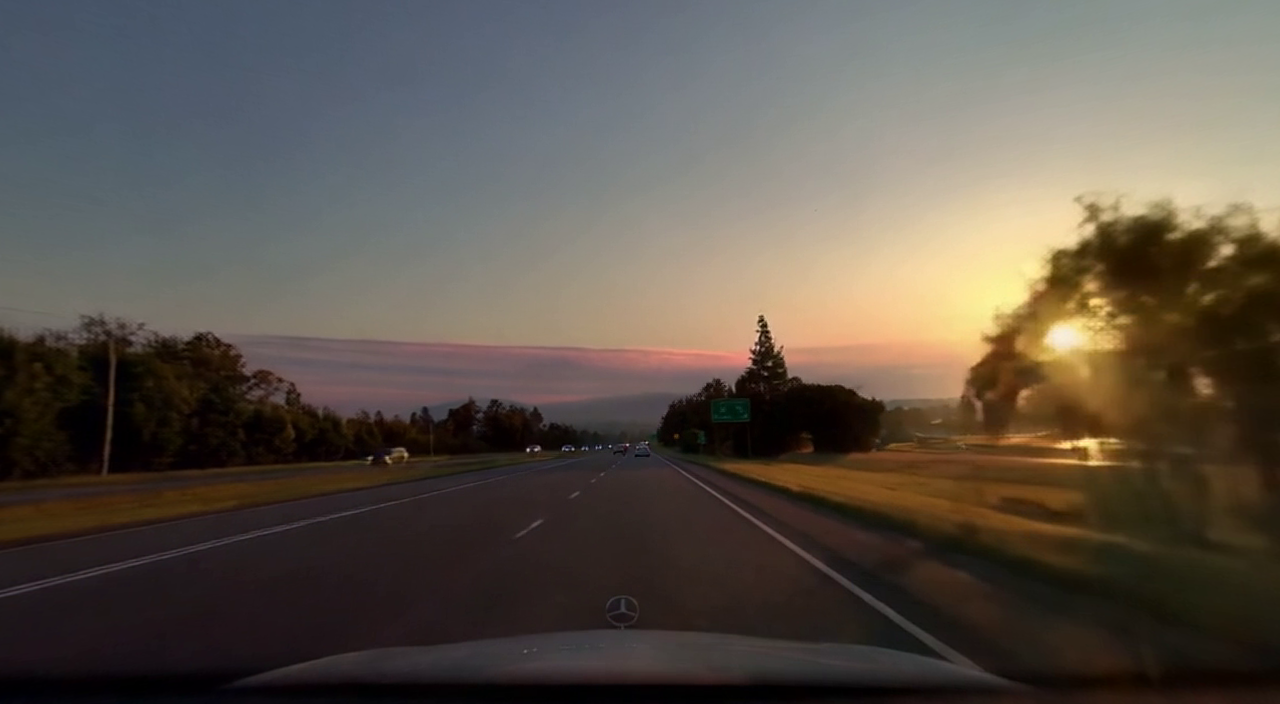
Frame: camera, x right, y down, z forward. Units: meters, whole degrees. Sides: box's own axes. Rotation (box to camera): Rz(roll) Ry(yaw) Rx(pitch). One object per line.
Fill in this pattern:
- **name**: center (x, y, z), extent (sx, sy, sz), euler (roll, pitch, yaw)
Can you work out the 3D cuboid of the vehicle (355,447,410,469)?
- **vehicle**: center (-19.127, 7.900, 46.986), extent (1.960, 1.519, 4.654), euler (0, -9, 2)
